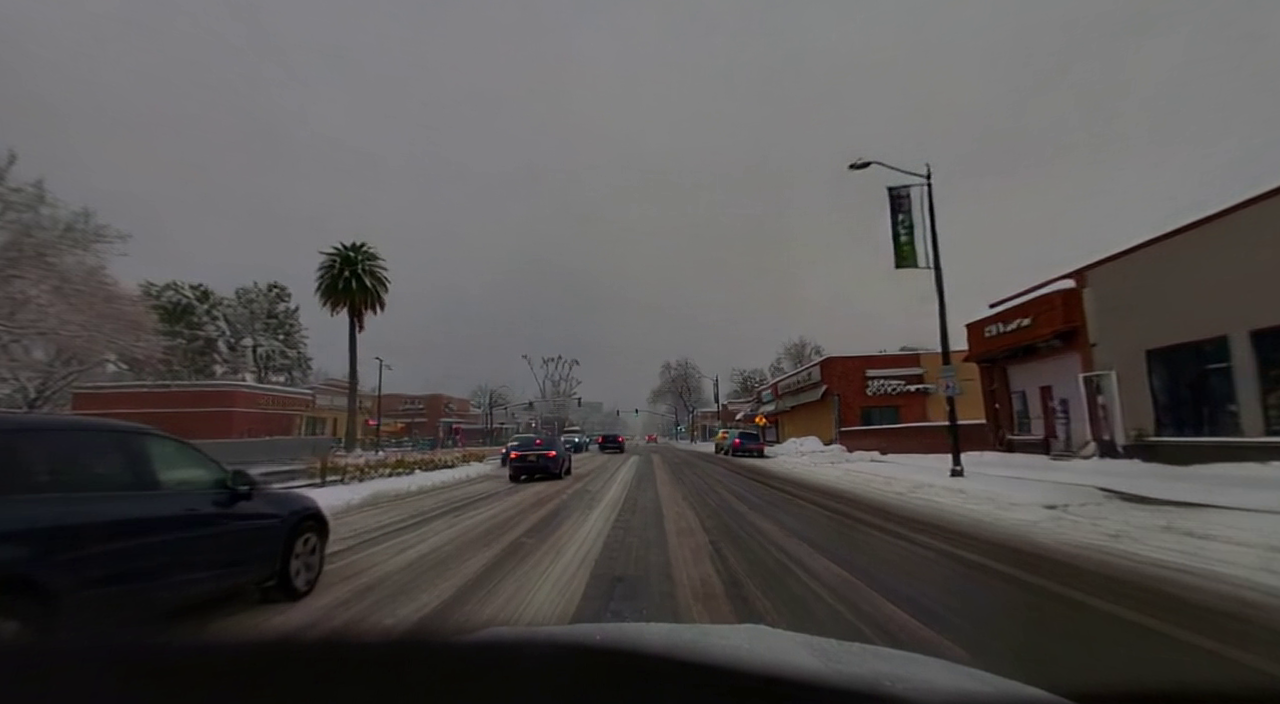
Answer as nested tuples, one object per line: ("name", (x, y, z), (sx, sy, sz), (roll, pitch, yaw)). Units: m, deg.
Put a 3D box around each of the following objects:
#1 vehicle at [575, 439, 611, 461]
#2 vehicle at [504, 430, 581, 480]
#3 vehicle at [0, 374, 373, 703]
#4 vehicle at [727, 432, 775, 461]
("vehicle", (-3.204, 6.807, 43.855), (2.044, 1.462, 4.624), (0, -9, 1))
("vehicle", (-3.382, 3.680, 22.690), (2.024, 1.636, 4.121), (0, -9, 1))
("vehicle", (-3.538, 1.014, 3.578), (2.032, 1.511, 4.424), (0, -9, 1))
("vehicle", (7.761, 6.701, 44.660), (2.256, 1.936, 5.838), (0, -9, 0))
